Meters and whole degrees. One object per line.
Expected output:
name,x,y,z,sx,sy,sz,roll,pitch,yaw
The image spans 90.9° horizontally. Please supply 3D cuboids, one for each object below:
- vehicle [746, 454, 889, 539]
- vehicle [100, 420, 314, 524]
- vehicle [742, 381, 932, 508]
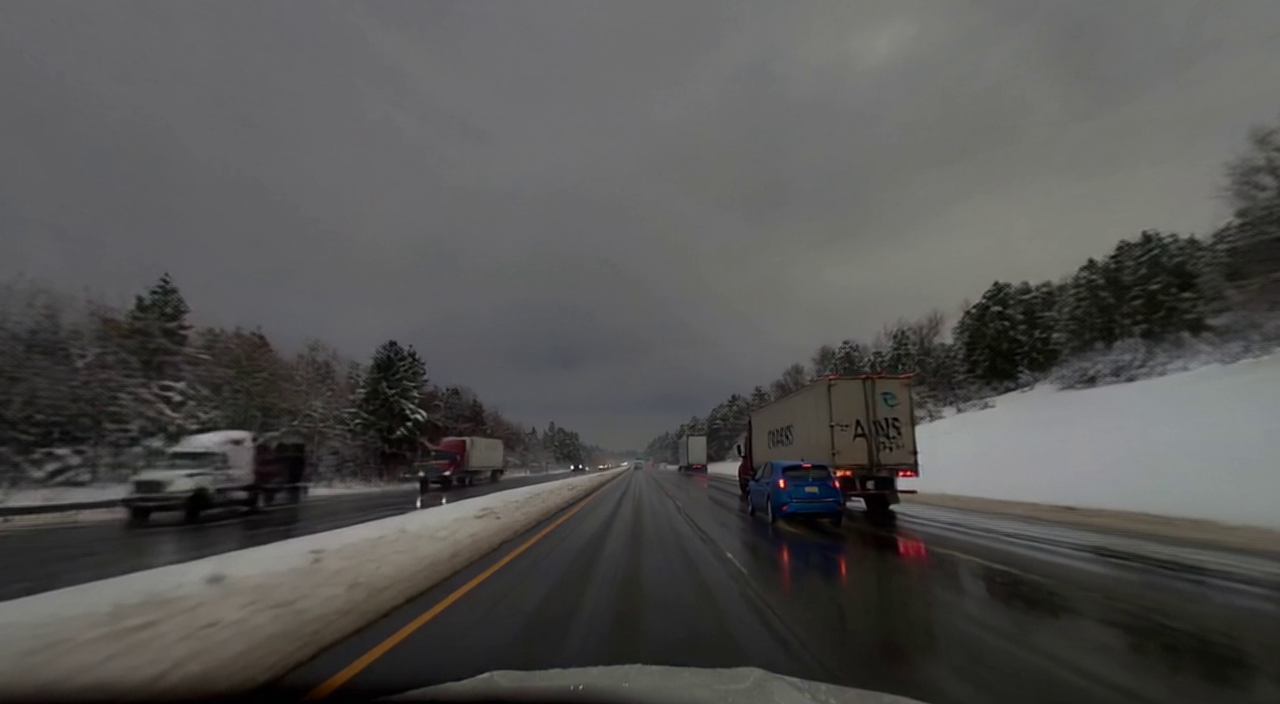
vehicle,3.676,3.089,13.802,2.011,1.574,3.512,0,-11,-1
vehicle,-16.250,4.621,24.576,2.940,3.381,7.262,0,-10,1
vehicle,7.627,4.458,28.587,3.298,4.017,16.824,1,-10,0
